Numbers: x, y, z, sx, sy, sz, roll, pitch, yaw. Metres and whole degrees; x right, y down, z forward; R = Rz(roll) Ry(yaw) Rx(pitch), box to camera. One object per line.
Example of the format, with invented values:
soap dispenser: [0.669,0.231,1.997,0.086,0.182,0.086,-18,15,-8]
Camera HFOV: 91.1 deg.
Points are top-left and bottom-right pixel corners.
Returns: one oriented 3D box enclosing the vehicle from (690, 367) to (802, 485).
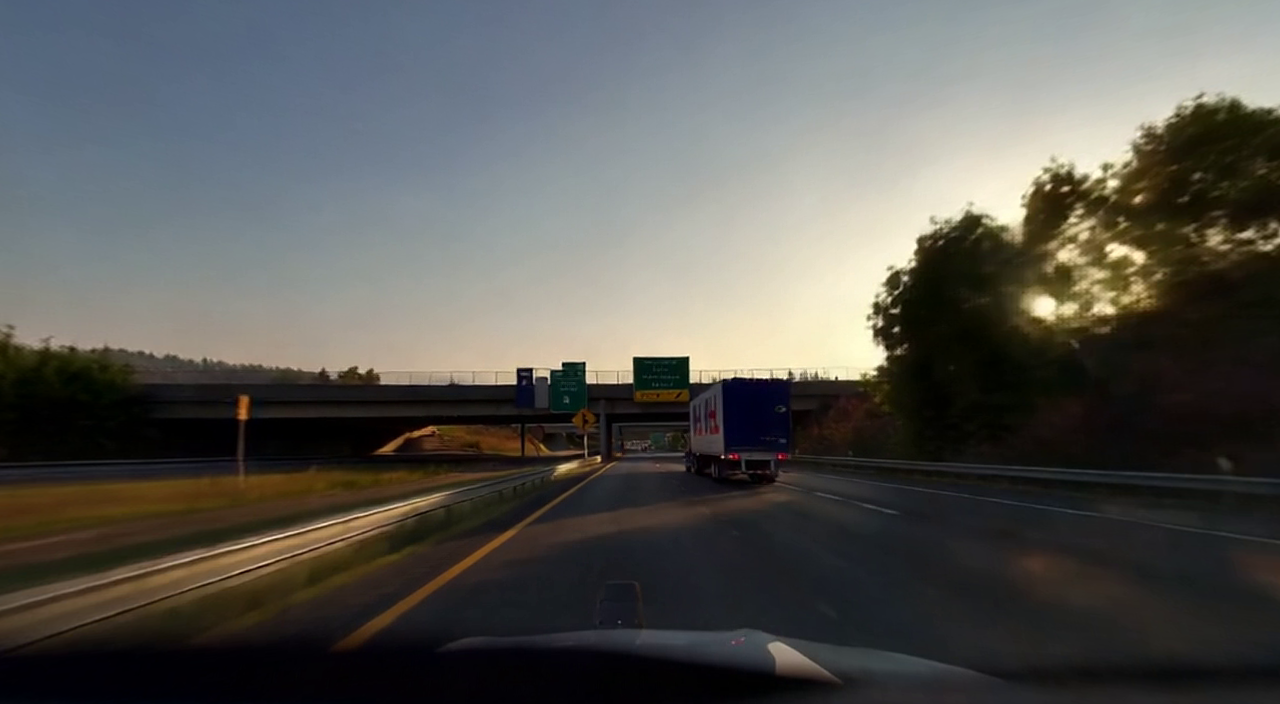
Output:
vehicle: [3.963,3.158,25.811,2.879,4.075,8.126,0,-9,-2]
